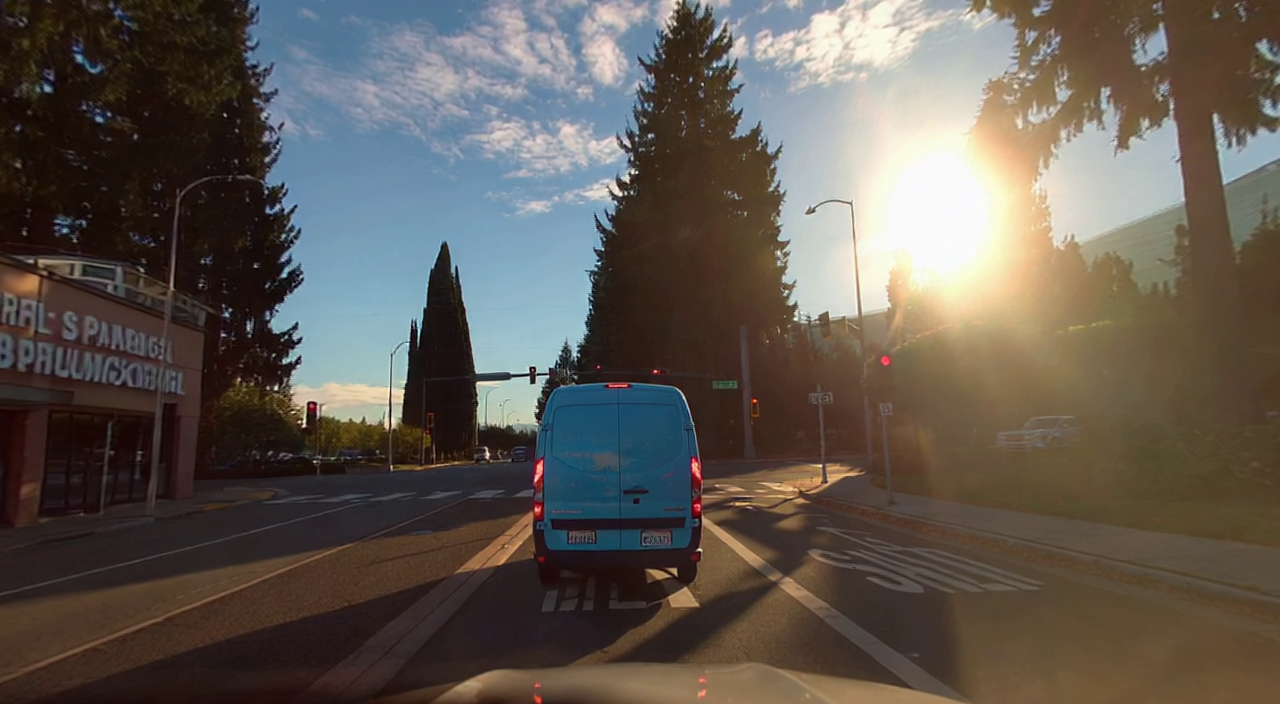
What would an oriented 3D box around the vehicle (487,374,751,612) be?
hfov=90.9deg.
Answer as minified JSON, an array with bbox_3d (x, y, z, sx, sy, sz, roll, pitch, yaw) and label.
[{"bbox_3d":[-0.296,1.466,7.290,2.181,1.949,3.932,1,-9,-4],"label":"vehicle"}]
